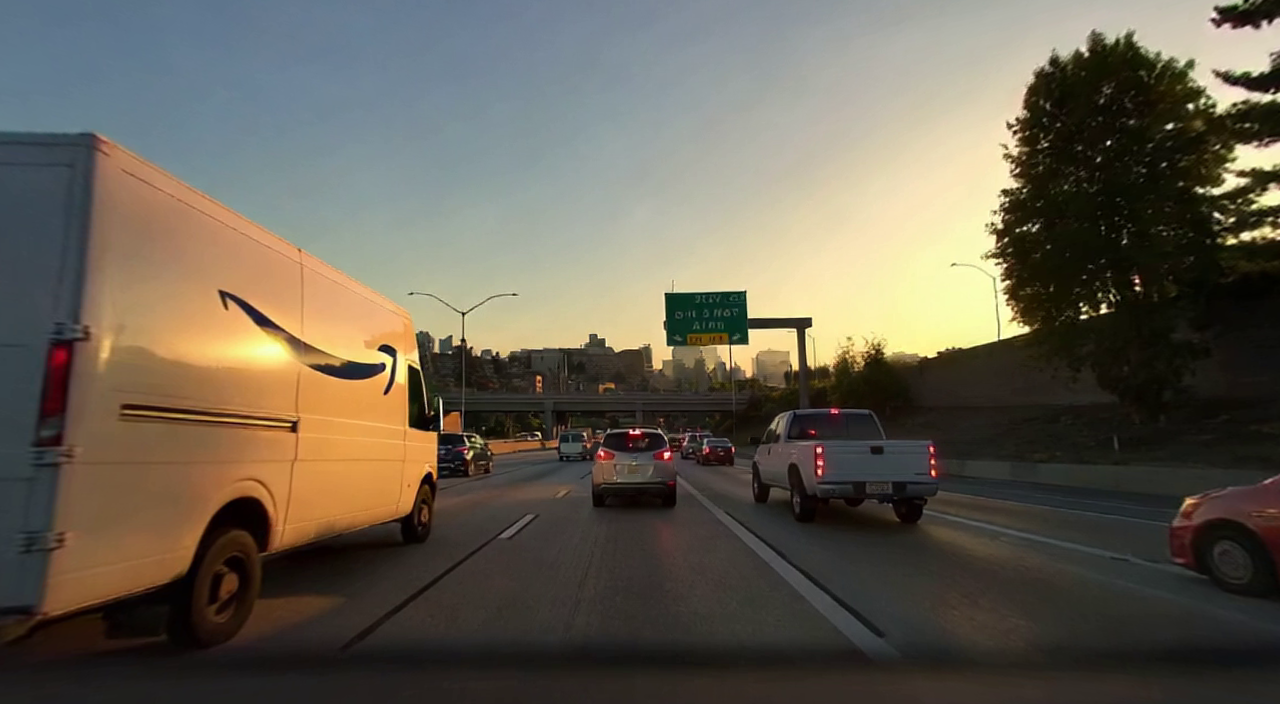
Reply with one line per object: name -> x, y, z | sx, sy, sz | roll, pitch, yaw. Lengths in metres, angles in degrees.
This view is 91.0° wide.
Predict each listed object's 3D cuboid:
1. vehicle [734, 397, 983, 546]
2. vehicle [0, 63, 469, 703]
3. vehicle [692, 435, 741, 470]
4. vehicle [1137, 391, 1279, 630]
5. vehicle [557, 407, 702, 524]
vehicle -> 3.193, 1.916, 10.715 | 2.341, 1.890, 5.144 | 1, -8, -1
vehicle -> -3.720, 0.642, 5.763 | 2.415, 2.821, 6.636 | 0, -8, 0
vehicle -> 3.969, 5.310, 33.531 | 2.064, 1.720, 4.416 | 0, -8, 0
vehicle -> 5.589, 1.010, 3.646 | 1.987, 1.689, 4.098 | 1, -8, -1
vehicle -> -0.144, 2.116, 12.210 | 2.287, 1.823, 4.369 | 0, -8, 0
